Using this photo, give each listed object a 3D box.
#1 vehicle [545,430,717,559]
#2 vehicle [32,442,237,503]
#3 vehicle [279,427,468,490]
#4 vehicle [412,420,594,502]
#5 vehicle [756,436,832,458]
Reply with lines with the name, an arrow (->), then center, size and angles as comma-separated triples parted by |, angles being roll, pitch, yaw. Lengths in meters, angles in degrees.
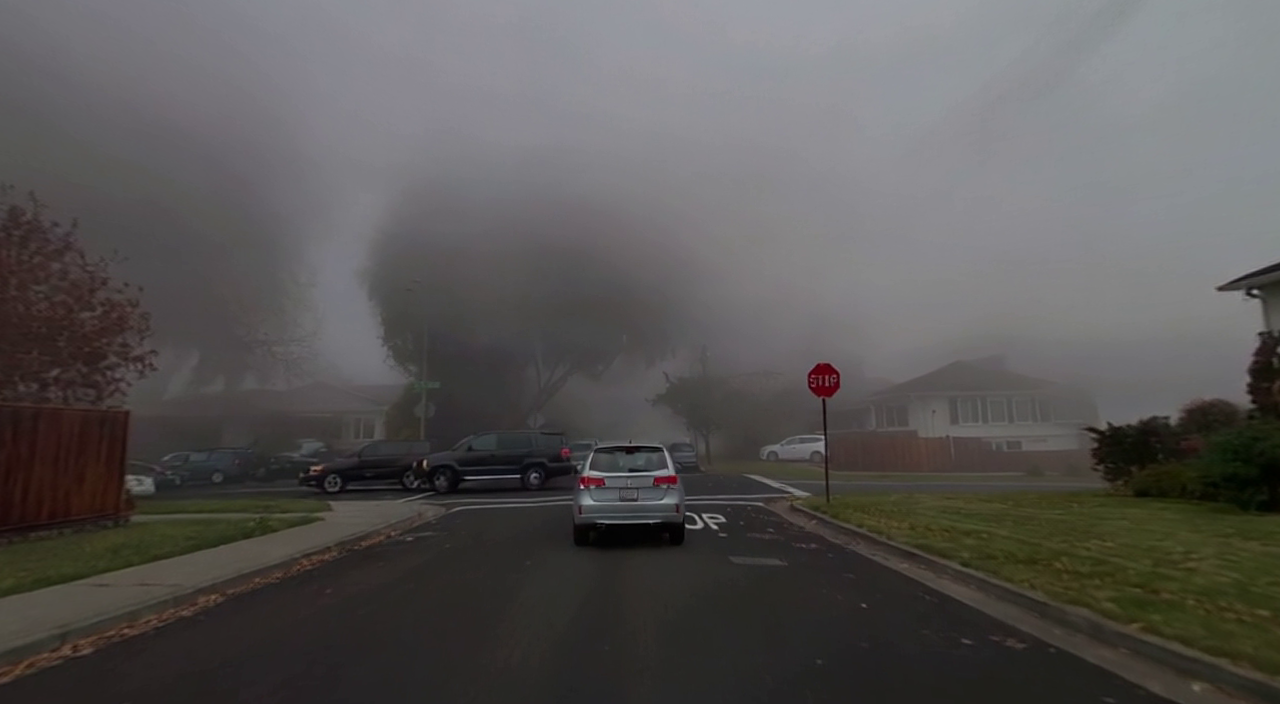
vehicle -> -0.112, 1.993, 9.493 | 2.010, 1.499, 4.107 | 0, -9, 0
vehicle -> -15.125, 3.681, 18.976 | 4.521, 1.447, 1.913 | -4, -13, 1
vehicle -> -9.695, 3.832, 22.868 | 6.308, 2.057, 2.353 | -3, -9, 20
vehicle -> -4.505, 3.411, 20.039 | 5.941, 2.187, 2.730 | -8, -12, 43
vehicle -> 12.040, 7.470, 49.317 | 5.379, 1.731, 2.080 | 0, -9, 0
